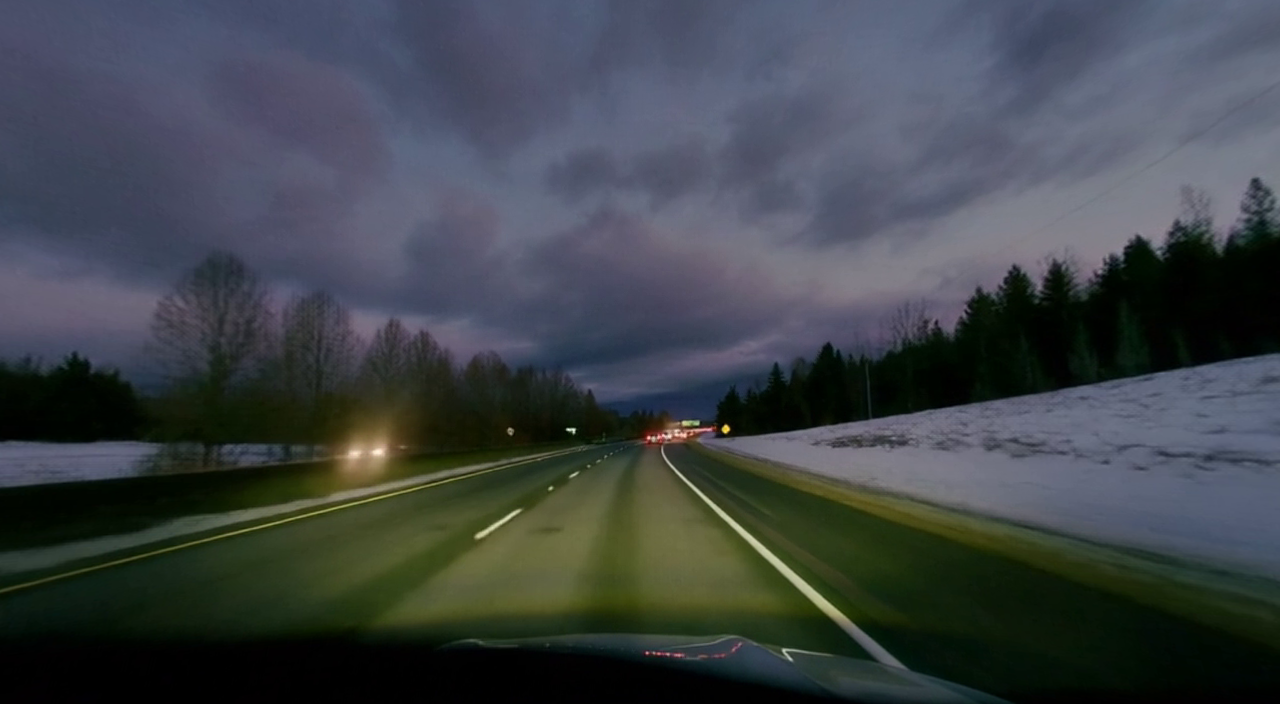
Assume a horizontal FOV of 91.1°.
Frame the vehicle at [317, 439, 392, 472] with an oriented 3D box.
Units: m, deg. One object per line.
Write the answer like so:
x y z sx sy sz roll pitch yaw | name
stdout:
-14.769 5.345 32.775 1.859 1.533 4.158 0 -8 1 | vehicle
